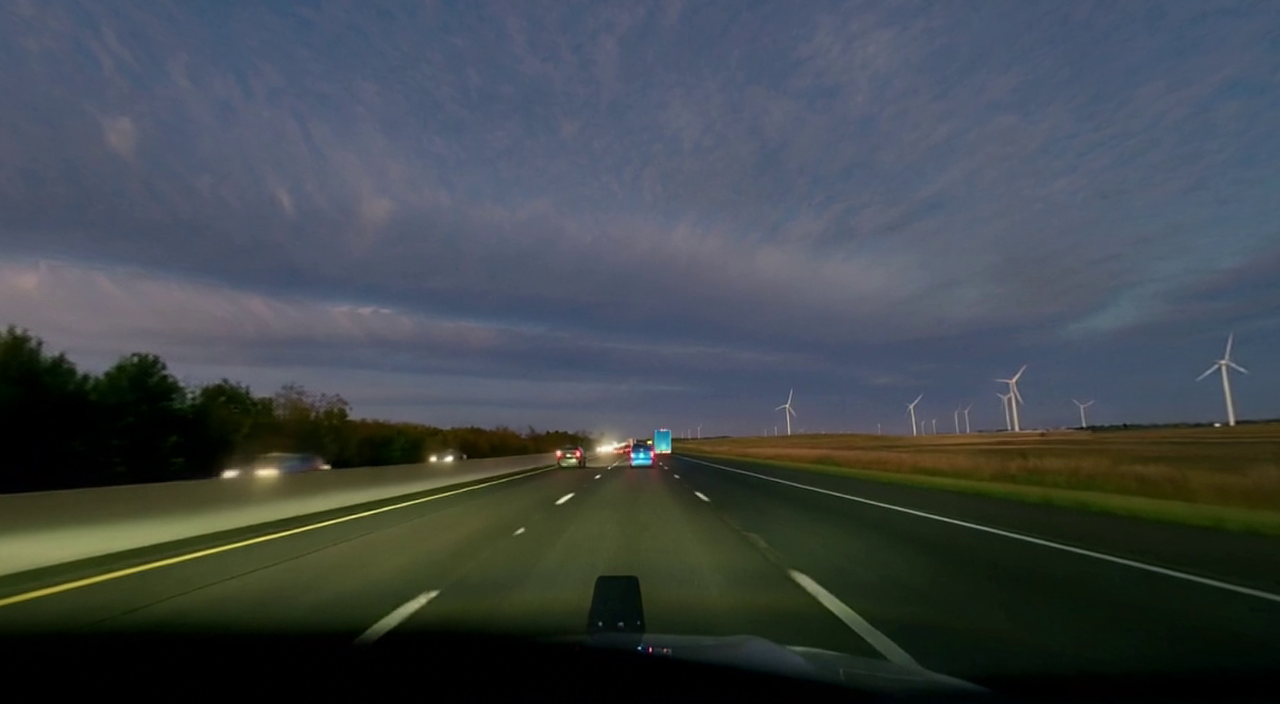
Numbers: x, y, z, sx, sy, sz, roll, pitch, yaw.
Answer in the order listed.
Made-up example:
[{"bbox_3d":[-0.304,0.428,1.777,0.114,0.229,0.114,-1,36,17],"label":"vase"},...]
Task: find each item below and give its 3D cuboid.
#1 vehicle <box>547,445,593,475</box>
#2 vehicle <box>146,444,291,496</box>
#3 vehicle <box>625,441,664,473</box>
[{"bbox_3d":[-3.763,5.897,34.662,1.984,1.491,4.341,0,-9,1],"label":"vehicle"},{"bbox_3d":[-15.520,4.348,23.615,2.091,1.697,4.796,0,-9,0],"label":"vehicle"},{"bbox_3d":[0.214,5.941,35.920,2.083,1.689,4.083,0,-9,0],"label":"vehicle"}]
